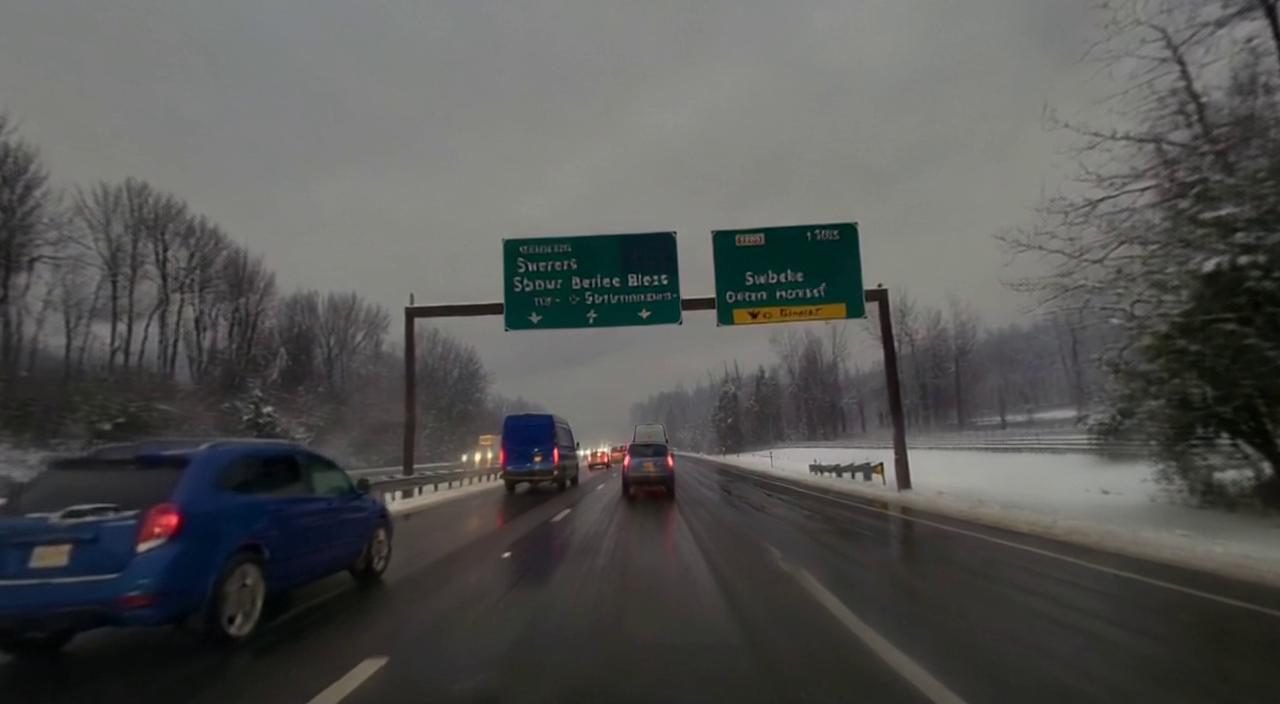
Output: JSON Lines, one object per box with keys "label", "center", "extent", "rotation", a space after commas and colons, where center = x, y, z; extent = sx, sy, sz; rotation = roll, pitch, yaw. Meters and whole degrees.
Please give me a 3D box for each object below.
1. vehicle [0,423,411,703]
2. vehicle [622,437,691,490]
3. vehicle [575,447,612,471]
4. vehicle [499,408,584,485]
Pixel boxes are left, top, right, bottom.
{"label": "vehicle", "center": [-3.746, 1.446, 5.424], "extent": [1.977, 1.485, 3.973], "rotation": [0, -9, 1]}
{"label": "vehicle", "center": [0.545, 3.887, 22.090], "extent": [2.195, 1.679, 4.070], "rotation": [0, -9, 1]}
{"label": "vehicle", "center": [-3.065, 7.156, 42.156], "extent": [2.015, 1.496, 4.312], "rotation": [0, -9, 1]}
{"label": "vehicle", "center": [-3.726, 3.765, 25.002], "extent": [2.275, 2.692, 5.810], "rotation": [0, -9, 1]}
